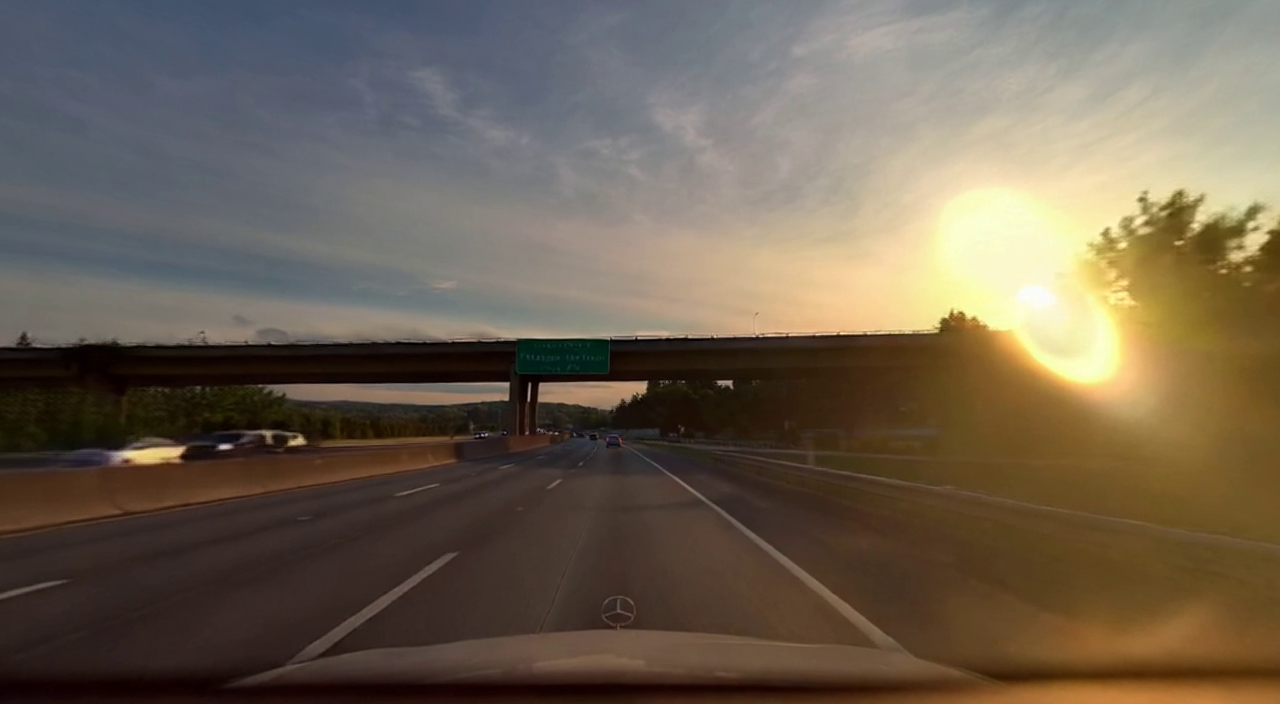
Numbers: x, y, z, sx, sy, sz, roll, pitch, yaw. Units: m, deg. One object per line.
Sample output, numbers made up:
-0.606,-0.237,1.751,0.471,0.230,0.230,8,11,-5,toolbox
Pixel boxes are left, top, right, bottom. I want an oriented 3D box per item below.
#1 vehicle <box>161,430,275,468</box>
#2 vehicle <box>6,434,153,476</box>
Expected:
-18.538,4.258,27.929,2.025,1.539,4.484,0,-8,-1,vehicle
-22.055,4.029,25.023,1.851,1.475,4.417,0,-8,-1,vehicle
